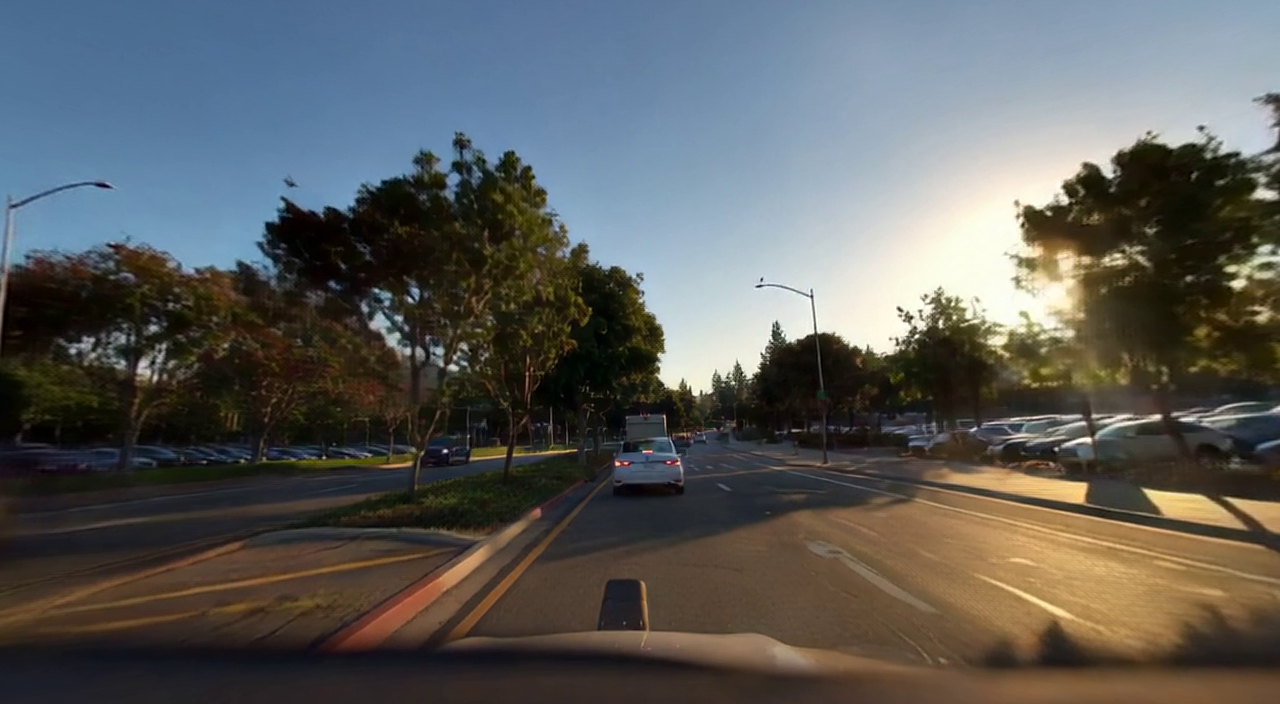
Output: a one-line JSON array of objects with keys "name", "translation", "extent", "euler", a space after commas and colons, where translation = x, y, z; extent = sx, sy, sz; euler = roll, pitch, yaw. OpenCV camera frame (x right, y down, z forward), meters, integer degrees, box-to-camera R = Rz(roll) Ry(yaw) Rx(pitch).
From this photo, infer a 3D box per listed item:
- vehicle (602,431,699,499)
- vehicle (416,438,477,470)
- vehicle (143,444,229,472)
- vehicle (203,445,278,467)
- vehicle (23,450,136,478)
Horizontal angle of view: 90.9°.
[{"name": "vehicle", "translation": [0.184, 2.740, 15.721], "extent": [2.093, 1.442, 3.977], "euler": [0, -8, -1]}, {"name": "vehicle", "translation": [-11.408, 6.010, 37.541], "extent": [2.066, 1.753, 4.559], "euler": [-1, -8, 2]}, {"name": "vehicle", "translation": [-30.241, 7.035, 42.073], "extent": [4.266, 1.600, 1.877], "euler": [-3, -8, -2]}, {"name": "vehicle", "translation": [-29.961, 7.790, 47.327], "extent": [4.342, 1.621, 1.967], "euler": [-1, -8, 5]}, {"name": "vehicle", "translation": [-30.532, 6.075, 34.423], "extent": [4.356, 1.444, 1.819], "euler": [0, -8, -1]}]
